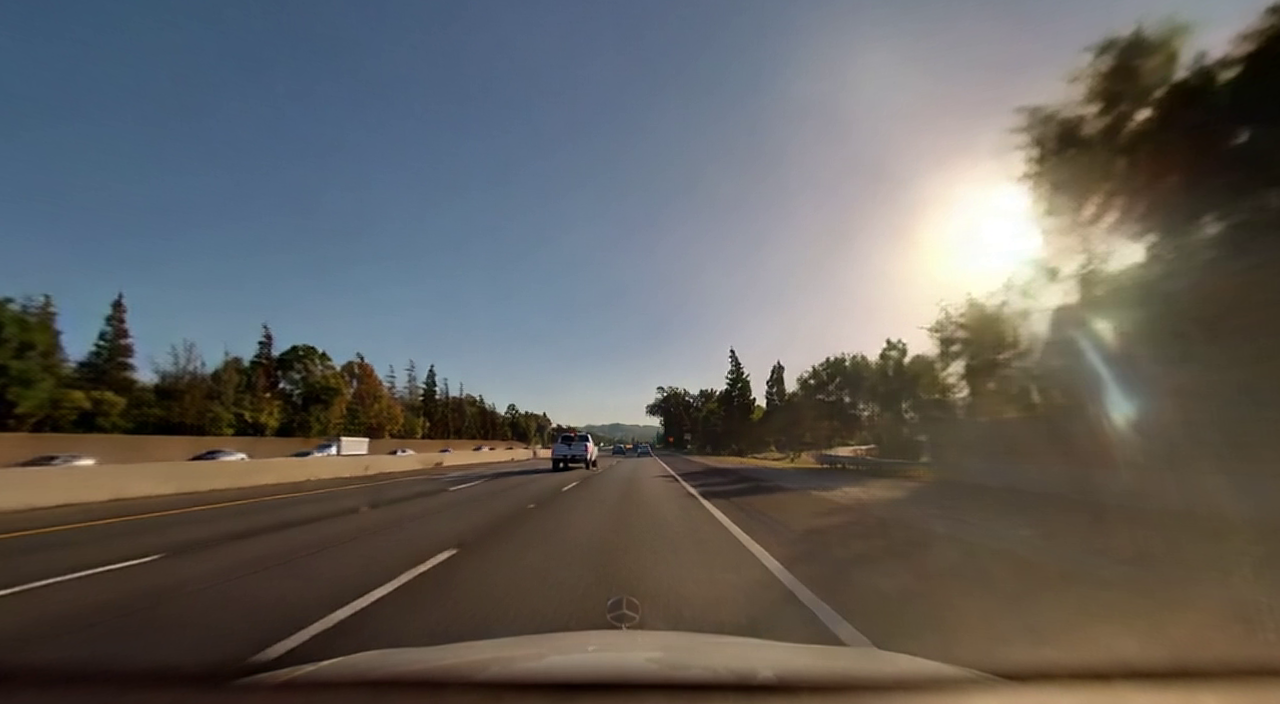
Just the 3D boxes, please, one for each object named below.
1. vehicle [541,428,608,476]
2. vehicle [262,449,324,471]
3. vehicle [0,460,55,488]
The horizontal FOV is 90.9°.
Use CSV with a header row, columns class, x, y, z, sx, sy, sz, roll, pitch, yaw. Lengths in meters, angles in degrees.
class,x,y,z,sx,sy,sz,roll,pitch,yaw
vehicle,-3.115,4.978,31.575,2.604,2.170,6.271,0,-9,1
vehicle,-25.574,7.940,46.649,1.916,1.489,4.504,0,-9,1
vehicle,-36.219,6.915,35.819,1.727,1.445,4.404,0,-9,0
